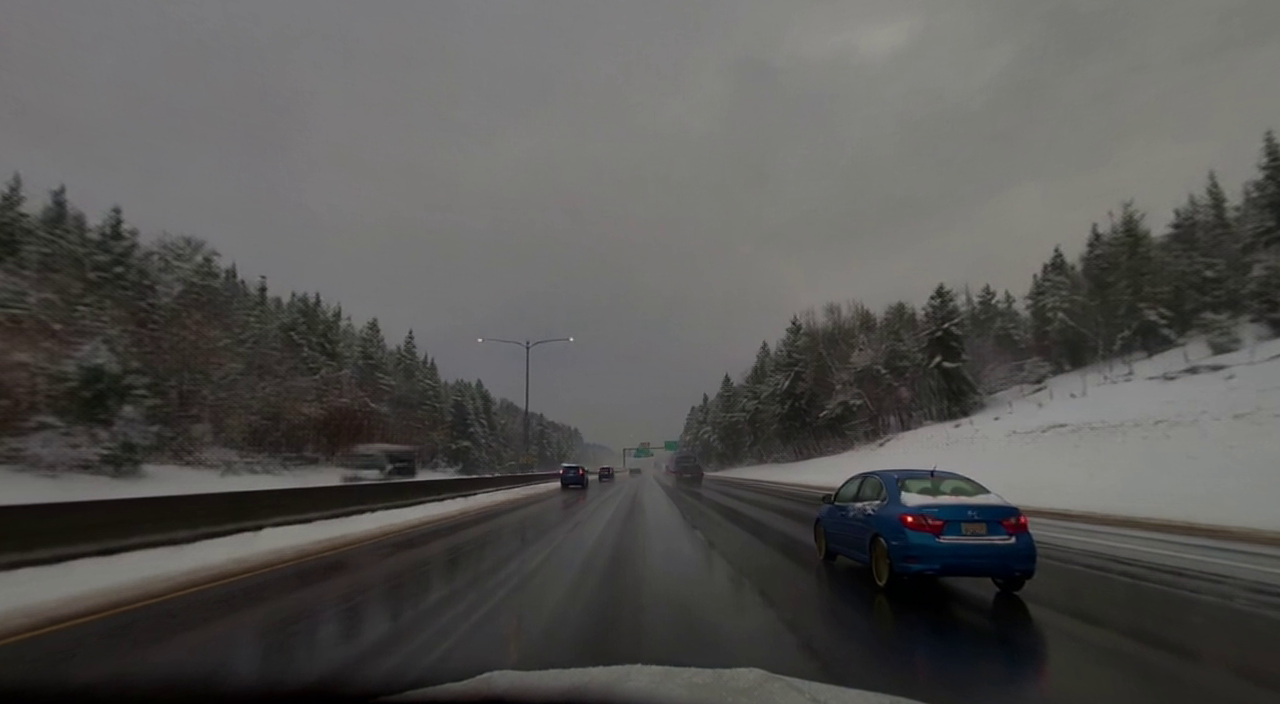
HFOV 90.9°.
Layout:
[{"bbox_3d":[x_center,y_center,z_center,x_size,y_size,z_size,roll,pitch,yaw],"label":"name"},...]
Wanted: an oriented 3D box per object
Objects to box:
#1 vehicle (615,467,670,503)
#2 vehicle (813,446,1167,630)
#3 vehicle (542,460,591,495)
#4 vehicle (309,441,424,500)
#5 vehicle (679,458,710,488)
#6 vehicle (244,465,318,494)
[{"bbox_3d":[0.115,5.718,27.370,2.241,1.425,3.973,1,-10,0],"label":"vehicle"},{"bbox_3d":[3.591,1.980,7.466,1.938,1.561,3.786,1,-10,-1],"label":"vehicle"},{"bbox_3d":[-3.873,6.737,33.916,2.021,1.706,4.247,0,-10,1],"label":"vehicle"},{"bbox_3d":[-11.789,5.202,27.784,2.405,2.304,5.694,1,-10,0],"label":"vehicle"},{"bbox_3d":[4.203,9.429,49.300,2.030,2.172,3.621,1,-10,-2],"label":"vehicle"},{"bbox_3d":[-23.614,8.412,41.681,2.026,1.765,4.751,1,-10,1],"label":"vehicle"}]
